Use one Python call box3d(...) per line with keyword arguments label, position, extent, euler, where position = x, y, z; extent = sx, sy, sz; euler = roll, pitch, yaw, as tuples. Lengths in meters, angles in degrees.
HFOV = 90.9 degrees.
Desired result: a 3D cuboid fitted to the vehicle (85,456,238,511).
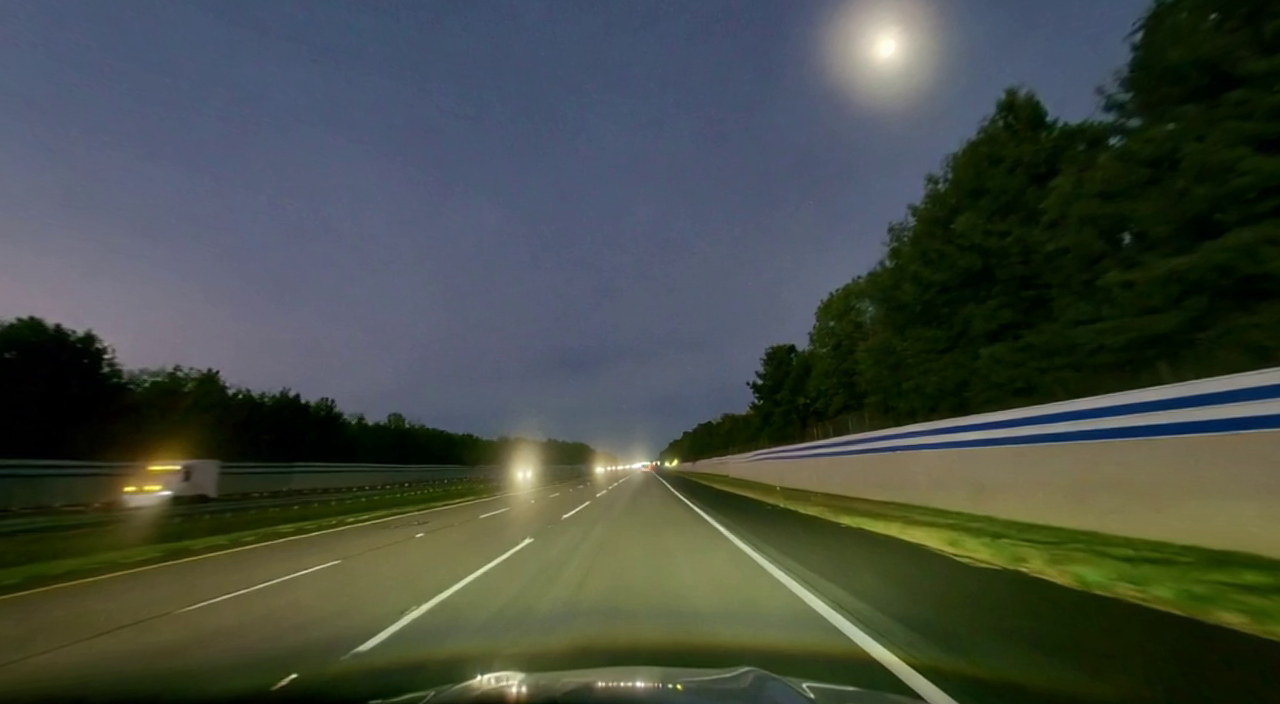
box3d(label="vehicle", position=(-17.147, 4.727, 22.945), extent=(1.974, 1.730, 4.507), euler=(1, -11, 0))
